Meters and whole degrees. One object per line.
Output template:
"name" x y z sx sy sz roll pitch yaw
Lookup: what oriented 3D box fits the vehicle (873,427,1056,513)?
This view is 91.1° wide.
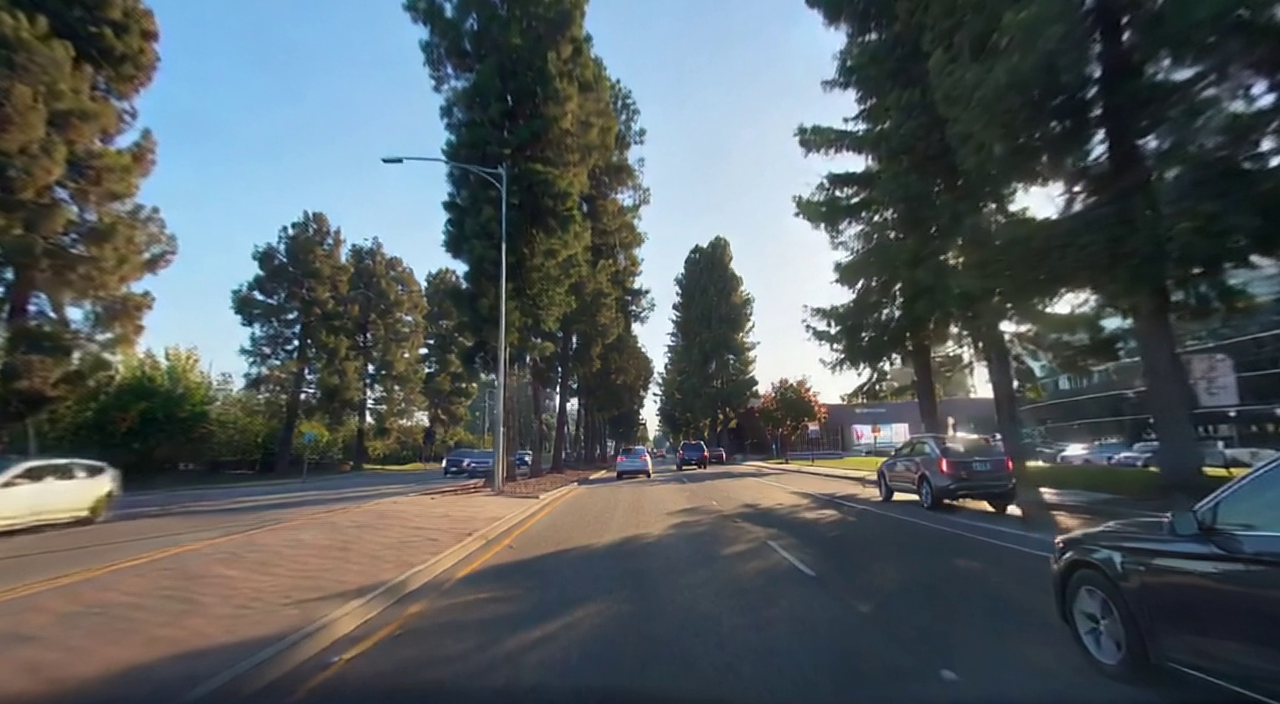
"vehicle" 7.614 2.796 15.368 2.090 1.768 4.407 0 -9 0

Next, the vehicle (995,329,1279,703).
"vehicle" 3.554 0.744 2.068 2.090 1.763 4.560 0 -9 0

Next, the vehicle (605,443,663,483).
"vehicle" -0.218 4.761 27.216 2.315 1.563 4.080 0 -9 0

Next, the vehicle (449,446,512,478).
"vehicle" -8.597 5.933 34.220 2.082 1.588 4.710 0 -9 2

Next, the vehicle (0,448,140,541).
"vehicle" -12.517 2.661 11.889 2.110 1.632 4.730 0 -9 1

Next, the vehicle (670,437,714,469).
"vehicle" 3.688 7.318 45.531 2.716 2.131 5.766 0 -9 0
